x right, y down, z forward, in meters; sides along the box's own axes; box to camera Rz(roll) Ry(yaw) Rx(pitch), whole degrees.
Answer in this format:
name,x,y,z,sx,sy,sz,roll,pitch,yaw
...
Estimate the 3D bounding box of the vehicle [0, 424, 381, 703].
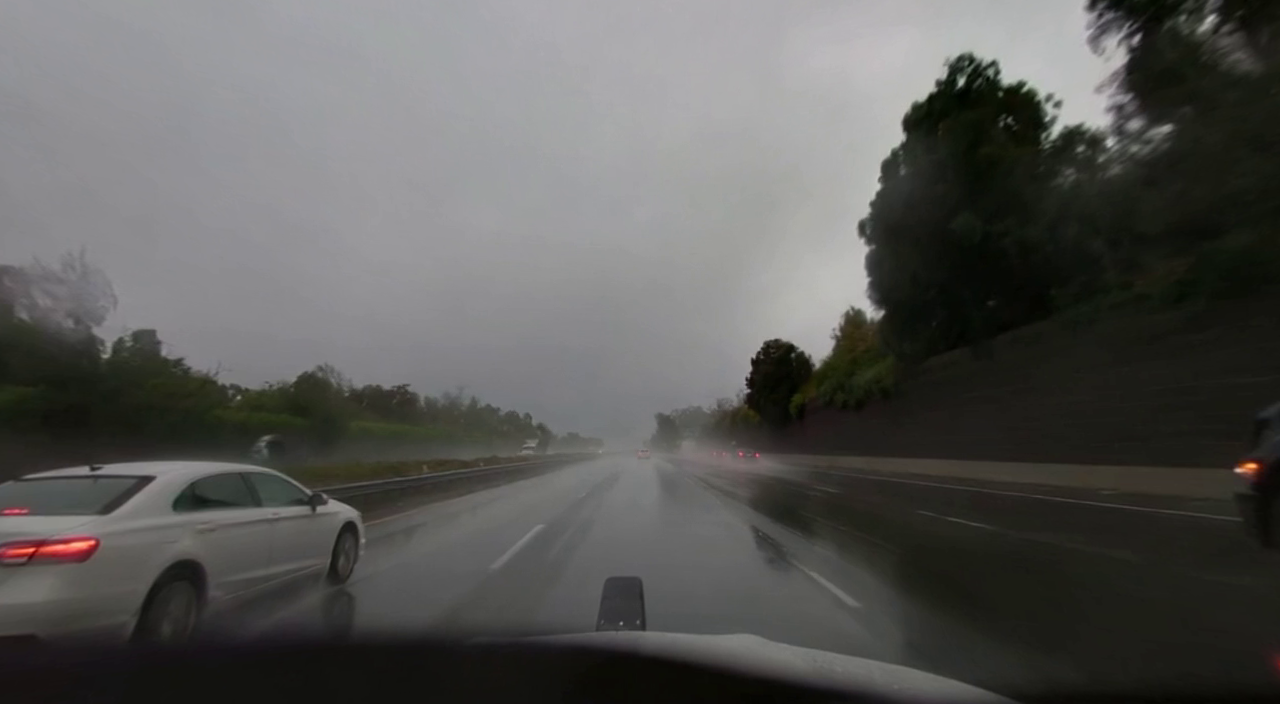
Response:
name,x,y,z,sx,sy,sz,roll,pitch,yaw
vehicle,-3.809,1.332,4.598,1.873,1.438,4.546,-1,-9,1
